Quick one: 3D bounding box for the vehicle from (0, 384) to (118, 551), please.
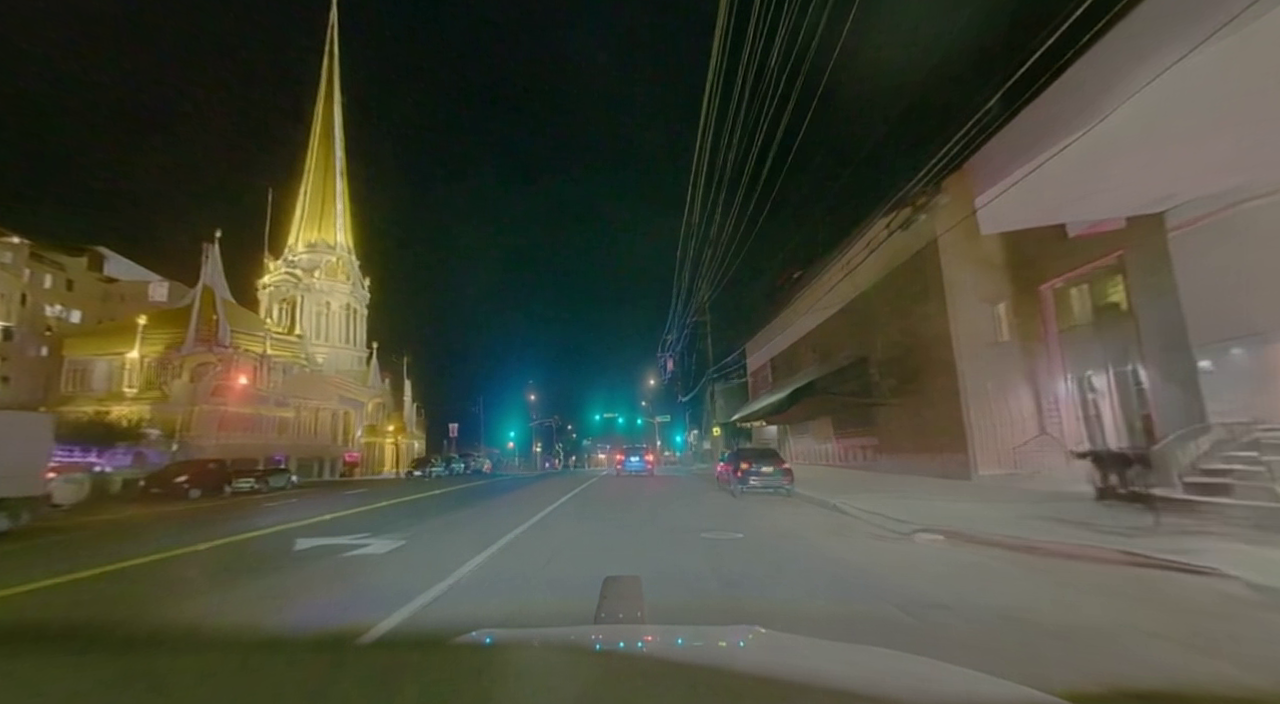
[{"bbox_3d":[-12.042,1.880,9.592,2.961,2.739,6.276,-4,-8,-1],"label":"vehicle"}]

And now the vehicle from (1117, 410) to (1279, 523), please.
[{"bbox_3d":[10.433,1.633,9.807,4.340,1.507,1.936,-4,-8,1],"label":"vehicle"}]

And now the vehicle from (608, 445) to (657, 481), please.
[{"bbox_3d":[-0.338,4.902,28.263,2.049,1.453,4.299,0,-8,-1],"label":"vehicle"}]

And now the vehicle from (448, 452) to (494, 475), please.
[{"bbox_3d":[-12.301,8.164,46.329,1.980,1.502,4.655,0,-8,1],"label":"vehicle"}]

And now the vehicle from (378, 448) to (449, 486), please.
[{"bbox_3d":[-12.442,6.302,35.102,2.071,1.814,5.185,-3,-8,0],"label":"vehicle"}]

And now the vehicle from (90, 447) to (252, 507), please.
[{"bbox_3d":[-18.668,4.957,25.315,4.888,1.920,2.055,-4,-9,0],"label":"vehicle"}]

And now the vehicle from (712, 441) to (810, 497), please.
[{"bbox_3d":[3.628,3.604,19.877,1.944,1.530,4.539,0,-8,-3],"label":"vehicle"}]
